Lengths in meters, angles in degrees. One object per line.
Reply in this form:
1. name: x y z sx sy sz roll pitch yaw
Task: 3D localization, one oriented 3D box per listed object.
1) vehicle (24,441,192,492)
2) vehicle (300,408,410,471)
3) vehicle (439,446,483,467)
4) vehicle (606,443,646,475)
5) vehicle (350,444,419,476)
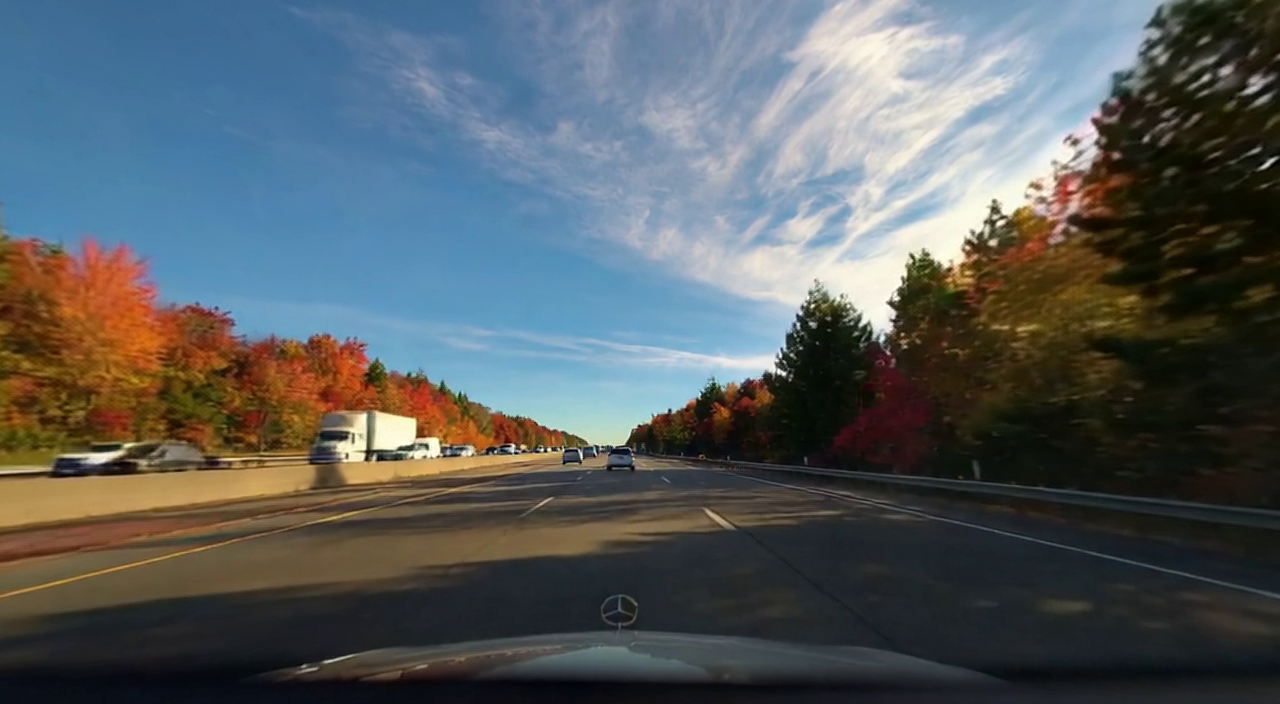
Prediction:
1. vehicle: -17.811 3.833 21.337 1.850 1.509 4.482 0 -9 -1
2. vehicle: -18.670 5.943 42.102 2.988 3.698 10.089 0 -9 -2
3. vehicle: -13.428 7.869 47.279 1.946 1.512 4.747 0 -9 -1
4. vehicle: -0.781 5.983 35.196 2.115 1.661 4.049 0 -9 -2
5. vehicle: -12.876 5.453 31.883 1.881 1.507 3.991 0 -9 -1
